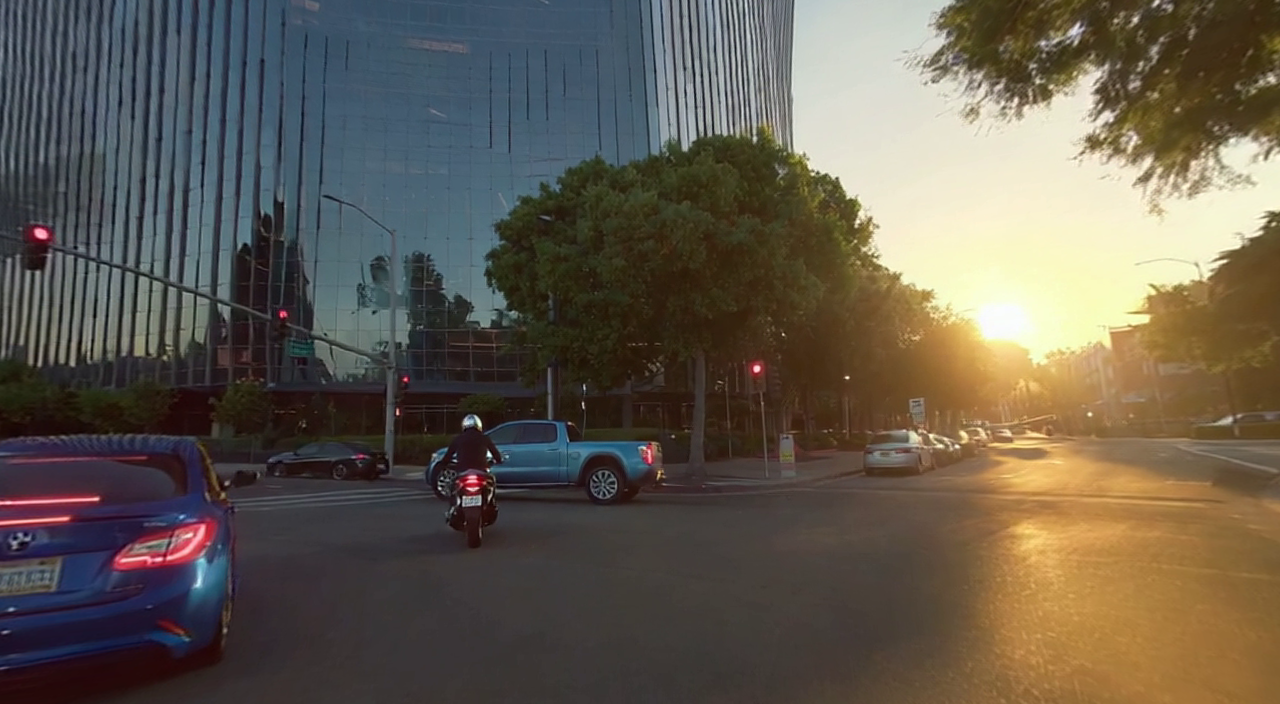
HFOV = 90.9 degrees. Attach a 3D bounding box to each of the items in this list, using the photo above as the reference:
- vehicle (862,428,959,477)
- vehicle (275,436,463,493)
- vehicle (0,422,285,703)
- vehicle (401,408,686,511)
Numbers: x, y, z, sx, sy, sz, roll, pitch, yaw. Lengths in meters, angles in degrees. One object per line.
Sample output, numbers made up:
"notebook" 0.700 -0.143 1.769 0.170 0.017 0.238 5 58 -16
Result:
"vehicle" 10.250 3.732 23.697 2.084 1.656 4.583 -7 -10 38
"vehicle" -7.465 3.119 17.671 4.401 1.480 1.864 -1 -8 2
"vehicle" -4.114 1.315 4.689 2.009 1.450 4.182 6 -10 -35
"vehicle" -2.132 2.346 14.196 5.833 1.960 2.341 2 -9 -16
